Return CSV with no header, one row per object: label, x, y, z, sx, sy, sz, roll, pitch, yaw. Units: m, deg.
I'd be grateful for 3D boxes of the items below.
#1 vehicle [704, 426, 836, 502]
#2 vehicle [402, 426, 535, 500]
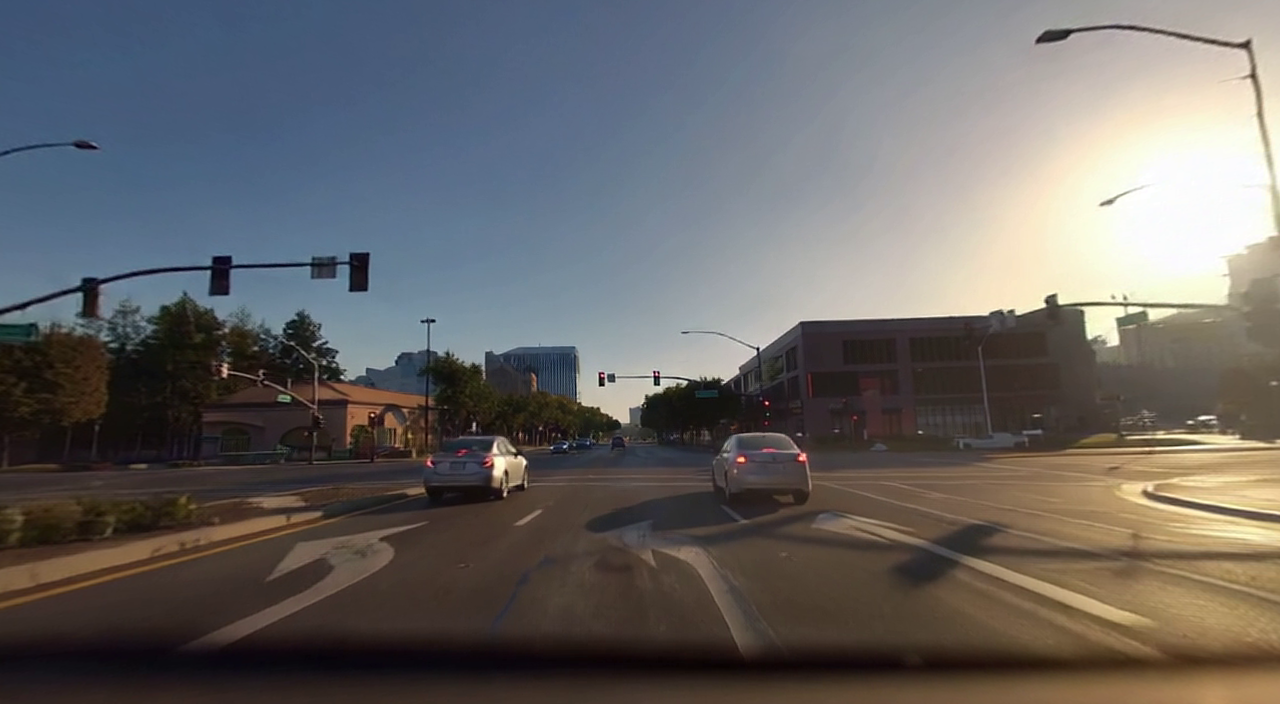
vehicle,2.878,2.629,15.225,2.130,1.524,4.722,0,-8,-1
vehicle,-3.990,2.680,15.625,1.973,1.526,4.533,0,-8,1
